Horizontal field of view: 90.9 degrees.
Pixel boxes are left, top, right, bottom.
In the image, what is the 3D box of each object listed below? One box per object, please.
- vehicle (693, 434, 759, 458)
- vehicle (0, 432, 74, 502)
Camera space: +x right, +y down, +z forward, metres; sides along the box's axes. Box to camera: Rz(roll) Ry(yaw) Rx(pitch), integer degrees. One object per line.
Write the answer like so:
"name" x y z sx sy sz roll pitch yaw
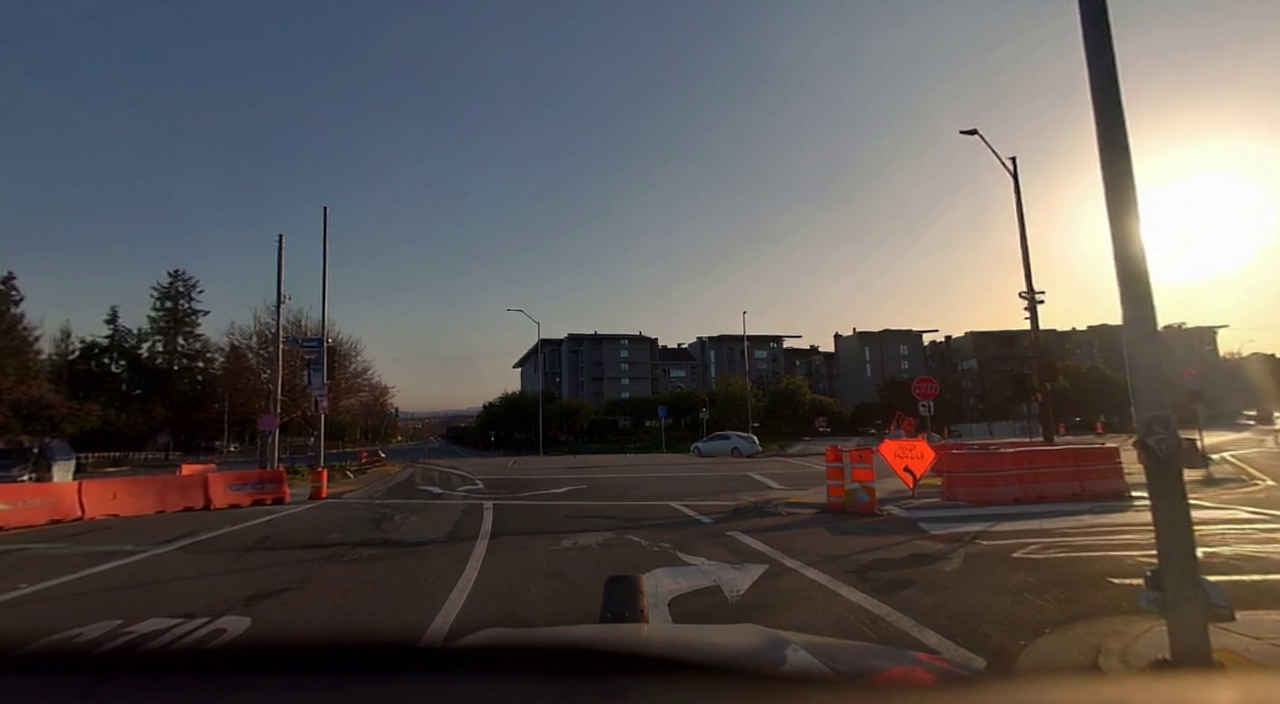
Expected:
"vehicle" 6.179 6.797 45.469 4.302 1.628 1.957 1 -9 -7
"vehicle" -17.352 3.151 17.577 2.159 1.734 4.292 8 -12 -41
